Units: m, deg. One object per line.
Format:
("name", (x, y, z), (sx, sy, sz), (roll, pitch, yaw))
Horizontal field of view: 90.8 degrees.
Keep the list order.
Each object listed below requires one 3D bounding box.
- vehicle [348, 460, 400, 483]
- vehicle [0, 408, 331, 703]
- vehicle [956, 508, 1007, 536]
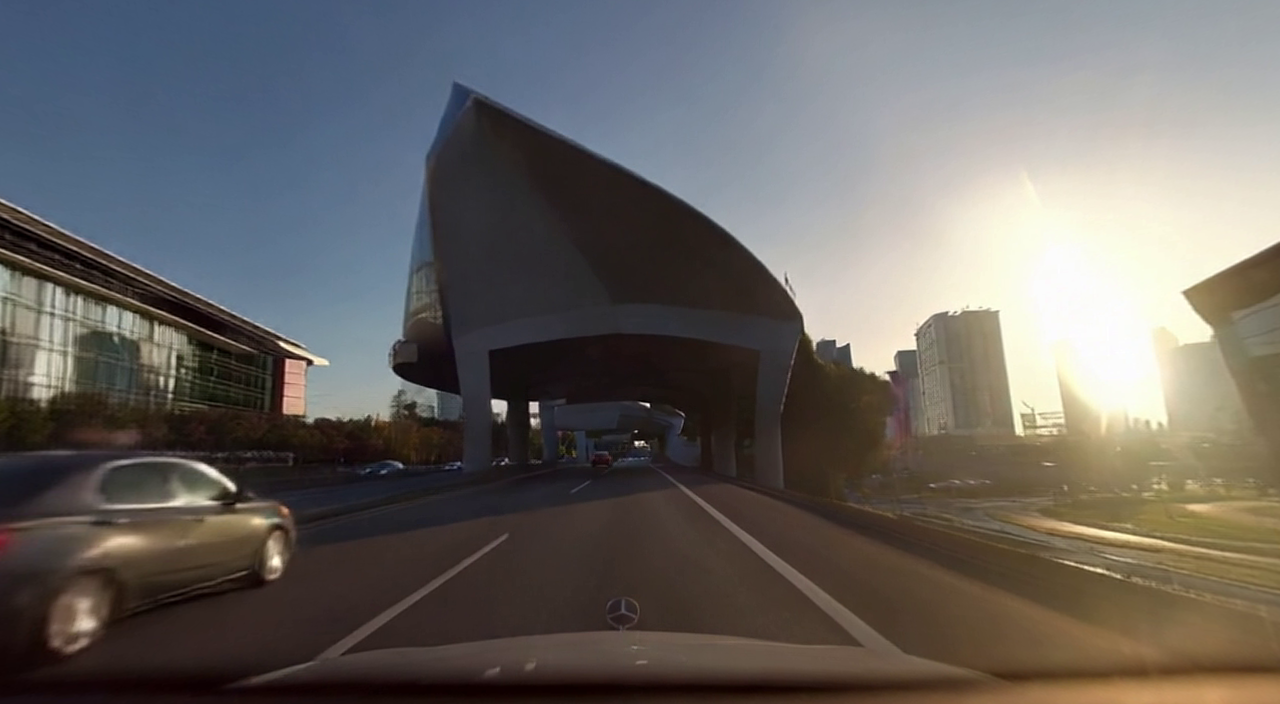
("vehicle", (-19.498, 8.785, 46.527), (1.875, 1.475, 4.376), (0, -8, 0))
("vehicle", (-4.331, 1.242, 4.485), (1.936, 1.536, 4.627), (0, -8, 0))
("vehicle", (26.591, 13.230, 49.368), (1.914, 1.715, 3.814), (-1, -10, 2))
